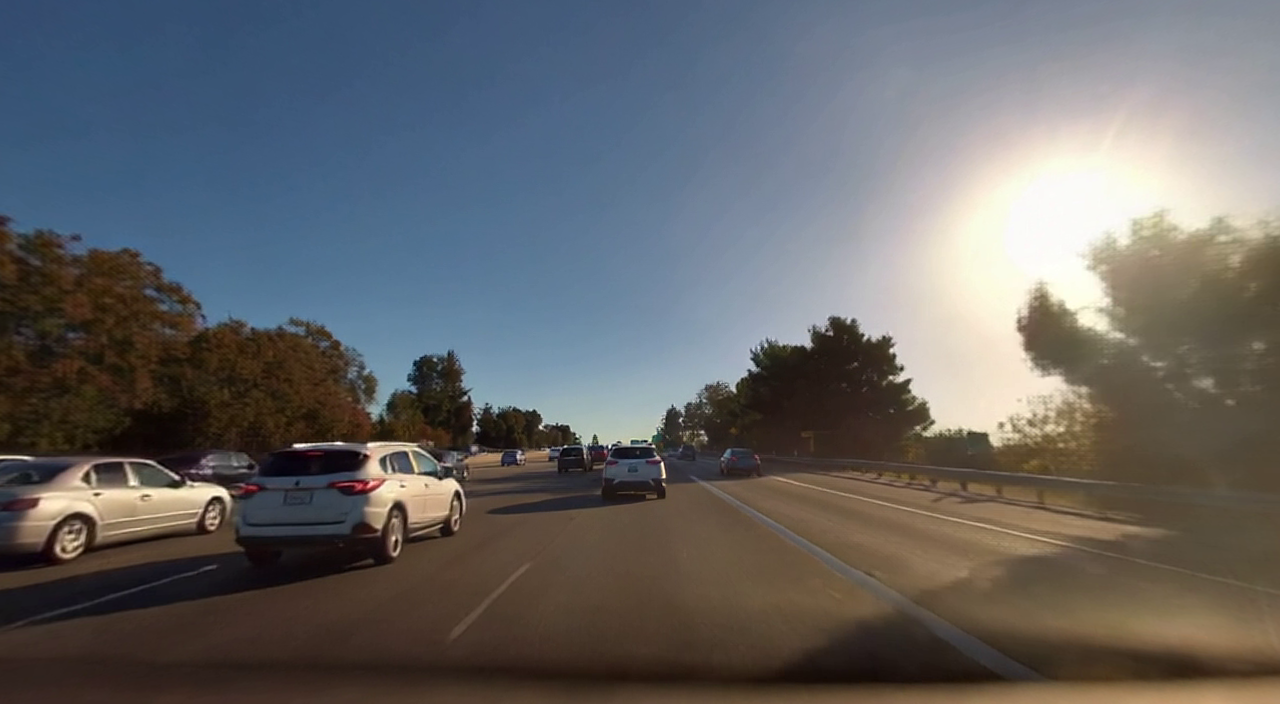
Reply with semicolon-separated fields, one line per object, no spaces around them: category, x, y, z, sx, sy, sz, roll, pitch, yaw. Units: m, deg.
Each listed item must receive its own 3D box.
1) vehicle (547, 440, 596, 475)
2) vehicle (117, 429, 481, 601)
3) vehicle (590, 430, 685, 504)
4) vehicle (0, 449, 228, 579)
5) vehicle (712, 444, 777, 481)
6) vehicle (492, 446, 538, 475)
vehicle;-3.648;5.742;34.500;2.142;1.808;4.266;0;-9;1
vehicle;-3.582;1.773;7.806;2.011;1.498;4.341;0;-9;1
vehicle;-0.051;3.032;17.004;2.223;1.722;4.177;0;-9;0
vehicle;-7.946;2.019;8.513;1.948;1.391;4.111;0;-9;0
vehicle;4.518;4.832;27.940;2.006;1.474;4.669;0;-9;-1
vehicle;-7.443;6.457;37.839;1.931;1.617;4.060;0;-9;0
